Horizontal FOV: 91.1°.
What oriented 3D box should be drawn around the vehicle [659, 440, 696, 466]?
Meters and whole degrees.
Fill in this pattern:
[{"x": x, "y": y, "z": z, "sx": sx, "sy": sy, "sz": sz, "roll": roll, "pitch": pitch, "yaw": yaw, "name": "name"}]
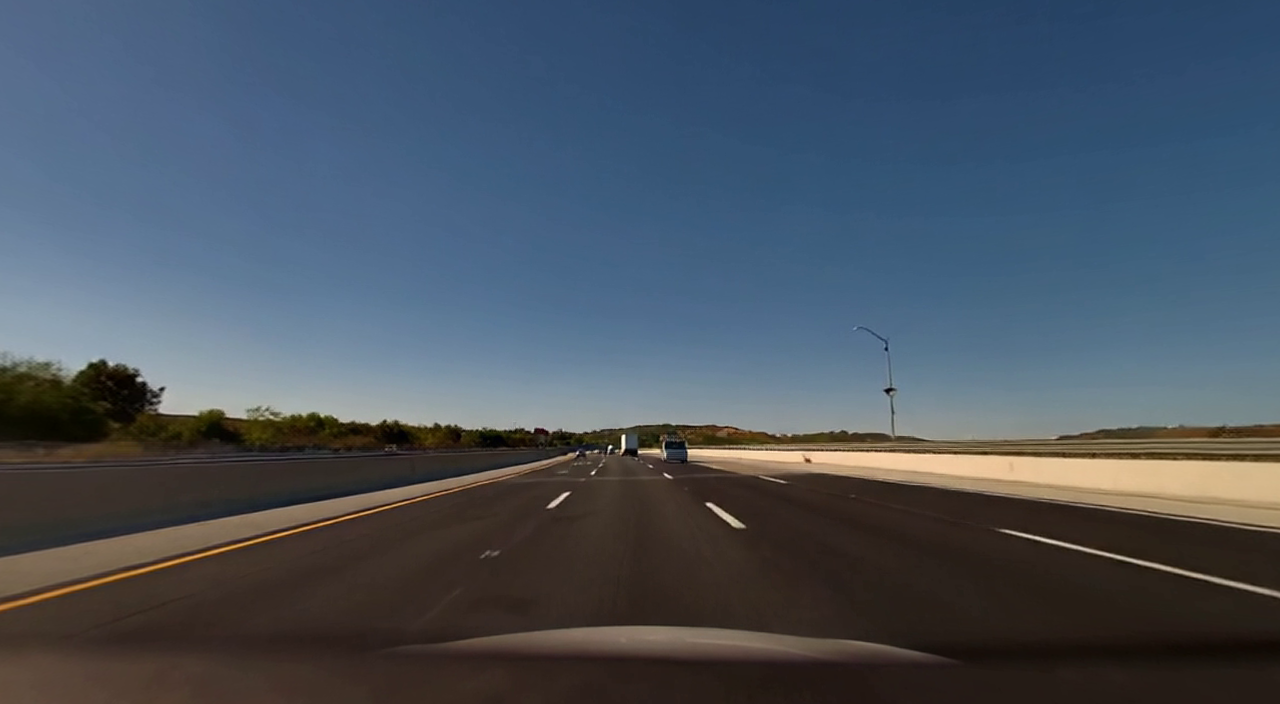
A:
[{"x": 2.739, "y": 7.567, "z": 47.269, "sx": 2.233, "sy": 1.861, "sz": 4.494, "roll": 0, "pitch": -8, "yaw": -4, "name": "vehicle"}]
